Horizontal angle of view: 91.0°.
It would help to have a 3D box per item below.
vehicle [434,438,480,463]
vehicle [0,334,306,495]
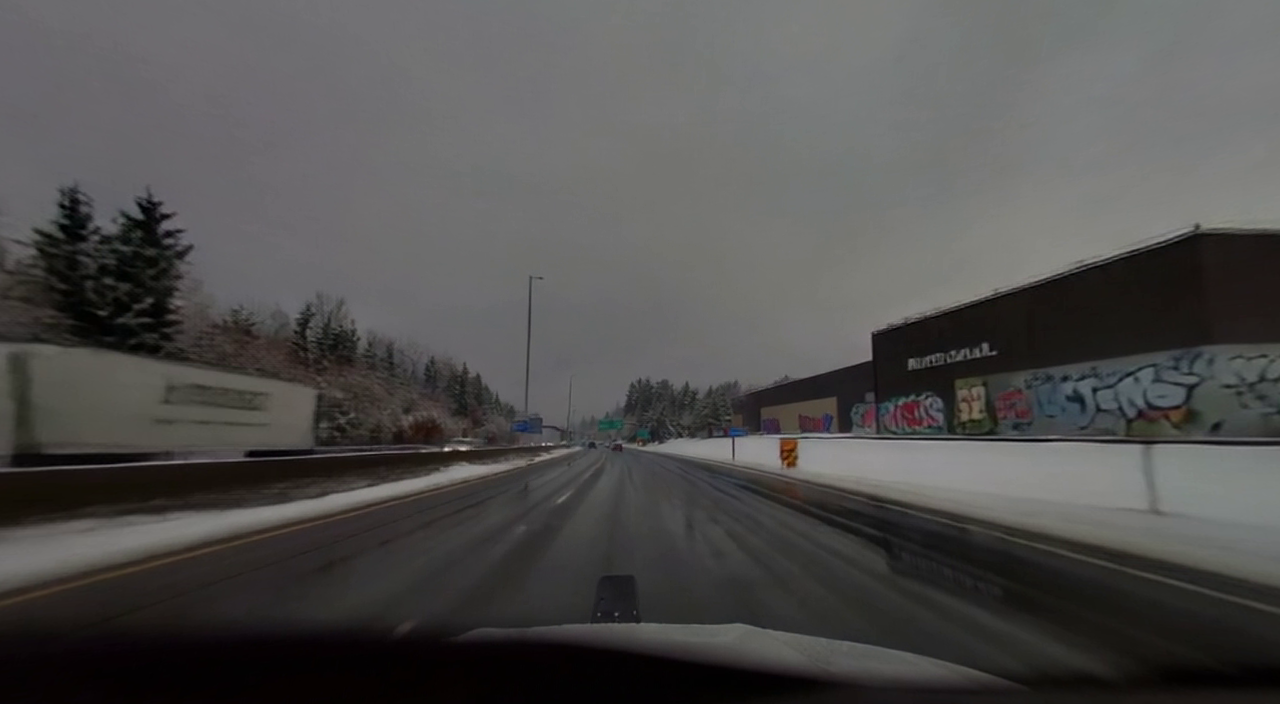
[{"bbox_3d":[-13.212,7.122,45.736,2.142,1.679,4.358,0,-8,-1],"label":"vehicle"},{"bbox_3d":[-17.061,2.502,22.598,3.419,4.108,13.030,0,-8,-2],"label":"vehicle"}]
